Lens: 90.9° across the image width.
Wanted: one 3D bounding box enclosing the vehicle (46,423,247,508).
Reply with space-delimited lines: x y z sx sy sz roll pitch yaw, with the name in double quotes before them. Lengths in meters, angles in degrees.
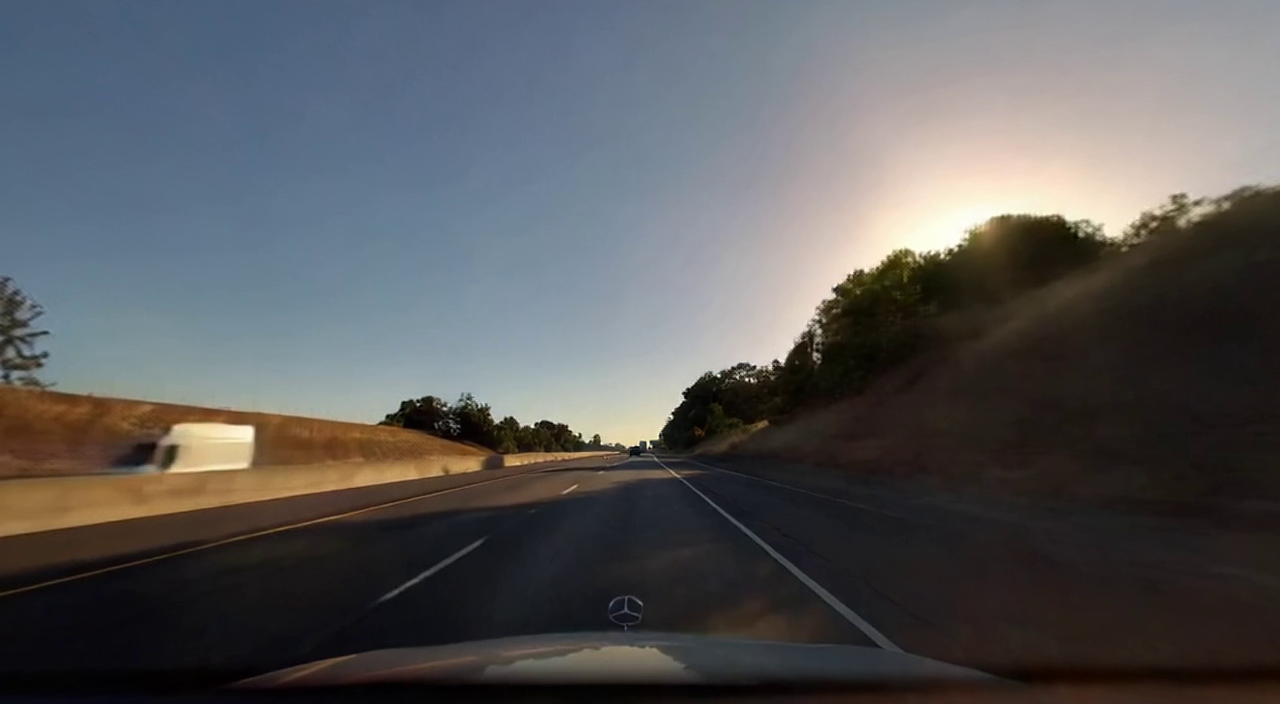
"vehicle" -17.184 3.977 22.549 2.458 2.554 5.777 -2 -9 0
